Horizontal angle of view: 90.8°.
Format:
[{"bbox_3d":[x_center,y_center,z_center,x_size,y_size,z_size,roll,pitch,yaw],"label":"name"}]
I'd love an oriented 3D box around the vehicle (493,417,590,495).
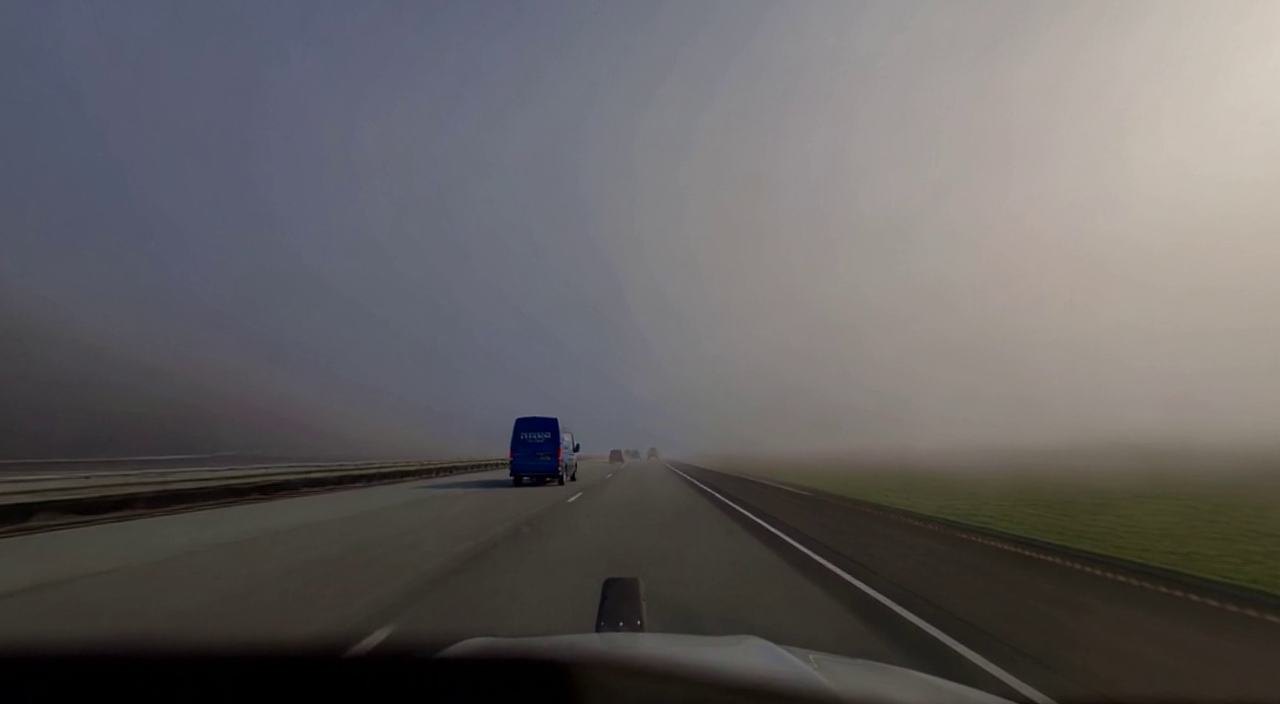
[{"bbox_3d":[-3.193,3.551,21.780,2.360,2.367,5.223,0,-9,1],"label":"vehicle"}]
